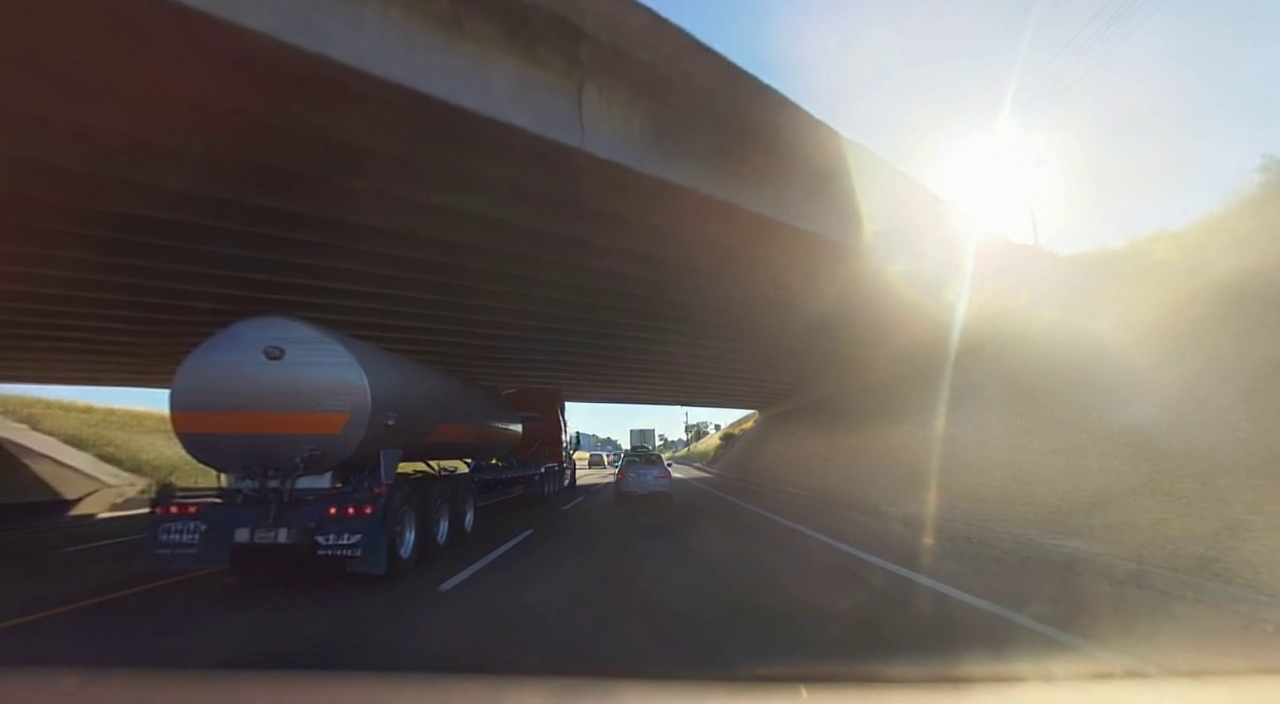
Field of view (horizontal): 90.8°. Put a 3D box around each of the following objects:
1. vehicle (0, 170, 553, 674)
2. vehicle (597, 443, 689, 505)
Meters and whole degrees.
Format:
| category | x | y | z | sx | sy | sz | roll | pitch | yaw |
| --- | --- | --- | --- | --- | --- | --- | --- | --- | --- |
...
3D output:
| category | x | y | z | sx | sy | sz | roll | pitch | yaw |
| --- | --- | --- | --- | --- | --- | --- | --- | --- | --- |
| vehicle | -4.035 | 1.476 | 11.738 | 2.896 | 3.563 | 14.643 | 0 | -8 | 0 |
| vehicle | 0.064 | 3.287 | 17.476 | 2.215 | 1.481 | 4.246 | 0 | -9 | 0 |
